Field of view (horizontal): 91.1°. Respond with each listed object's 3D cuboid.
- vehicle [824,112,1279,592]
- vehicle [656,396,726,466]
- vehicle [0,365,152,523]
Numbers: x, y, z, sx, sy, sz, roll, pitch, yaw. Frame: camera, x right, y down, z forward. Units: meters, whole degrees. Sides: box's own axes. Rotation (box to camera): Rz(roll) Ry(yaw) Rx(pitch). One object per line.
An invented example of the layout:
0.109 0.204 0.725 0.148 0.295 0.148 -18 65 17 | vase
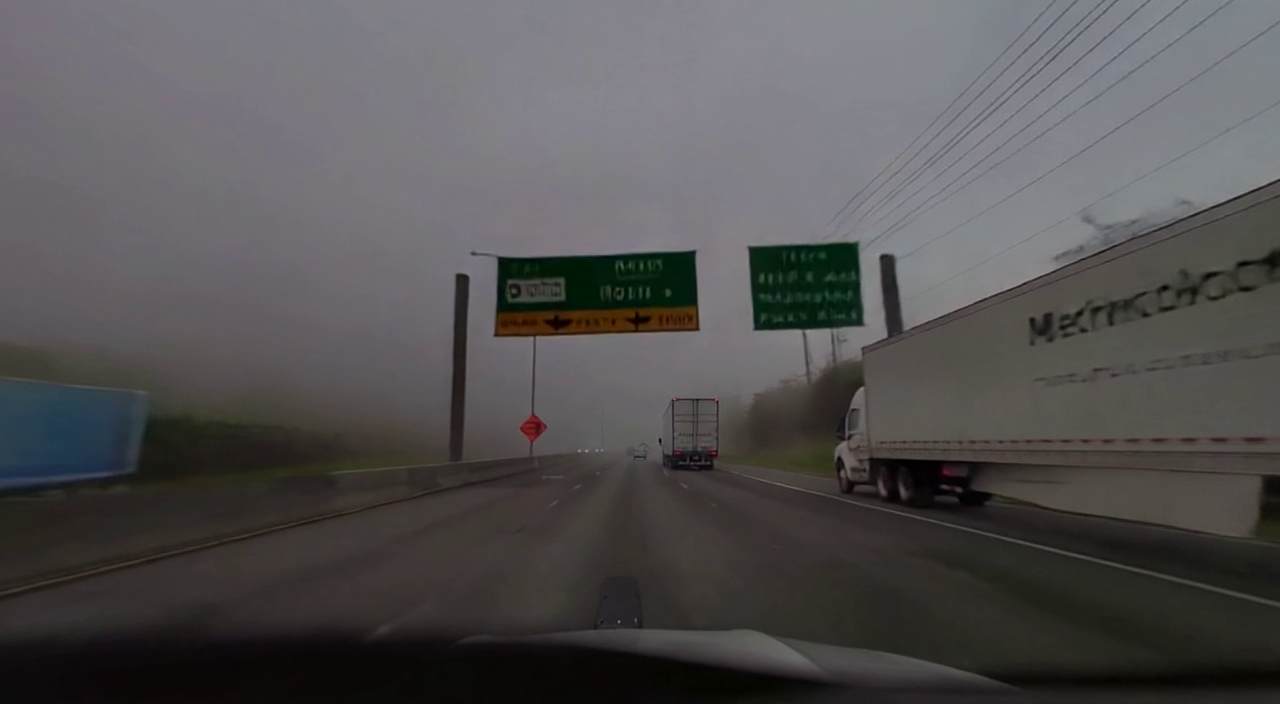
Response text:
7.246 0.638 9.744 3.400 4.134 17.388 0 -9 -1 | vehicle
3.180 5.861 45.203 3.202 4.046 17.146 0 -9 -1 | vehicle
-19.303 2.150 14.714 2.863 4.358 16.366 0 -9 -1 | vehicle
